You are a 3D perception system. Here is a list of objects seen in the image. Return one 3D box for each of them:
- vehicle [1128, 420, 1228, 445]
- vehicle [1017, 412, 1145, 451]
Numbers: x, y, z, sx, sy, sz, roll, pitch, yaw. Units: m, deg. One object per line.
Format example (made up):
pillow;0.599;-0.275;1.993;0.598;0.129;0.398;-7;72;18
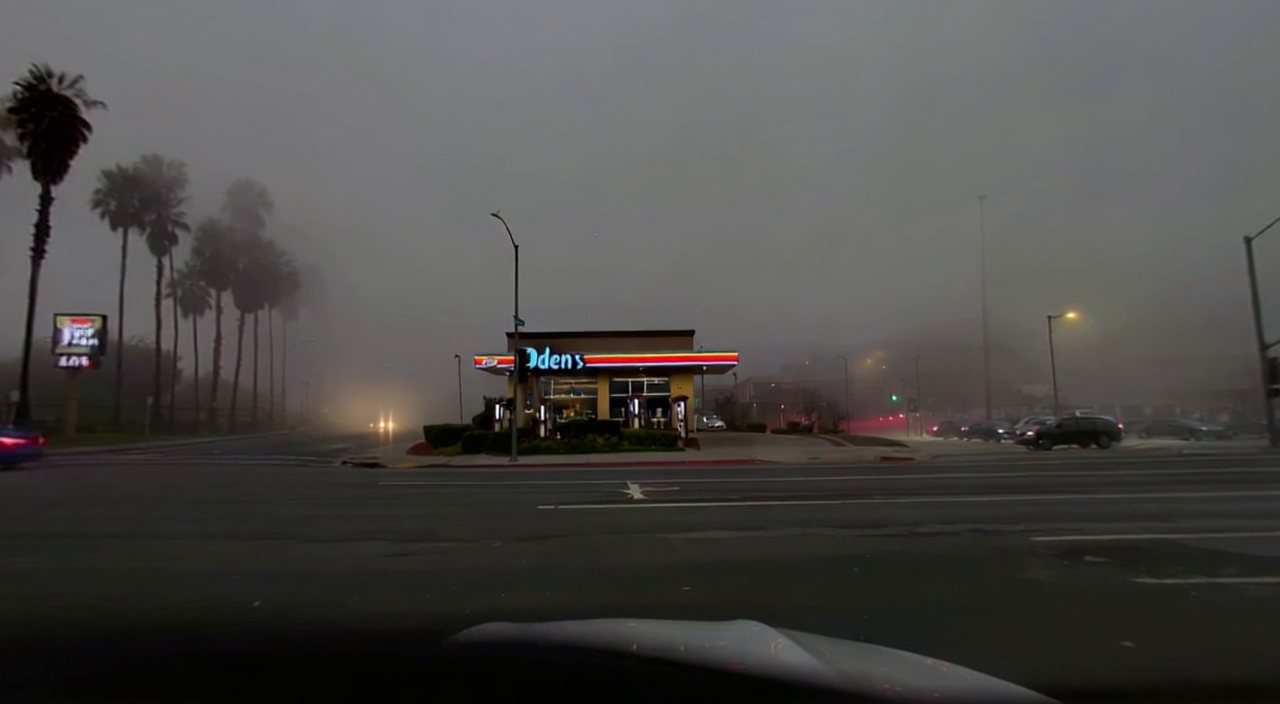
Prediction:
vehicle;33.936;5.150;40.034;1.805;1.466;4.641;1;-8;-8
vehicle;21.916;3.918;31.511;4.880;1.754;2.202;0;-5;-7
